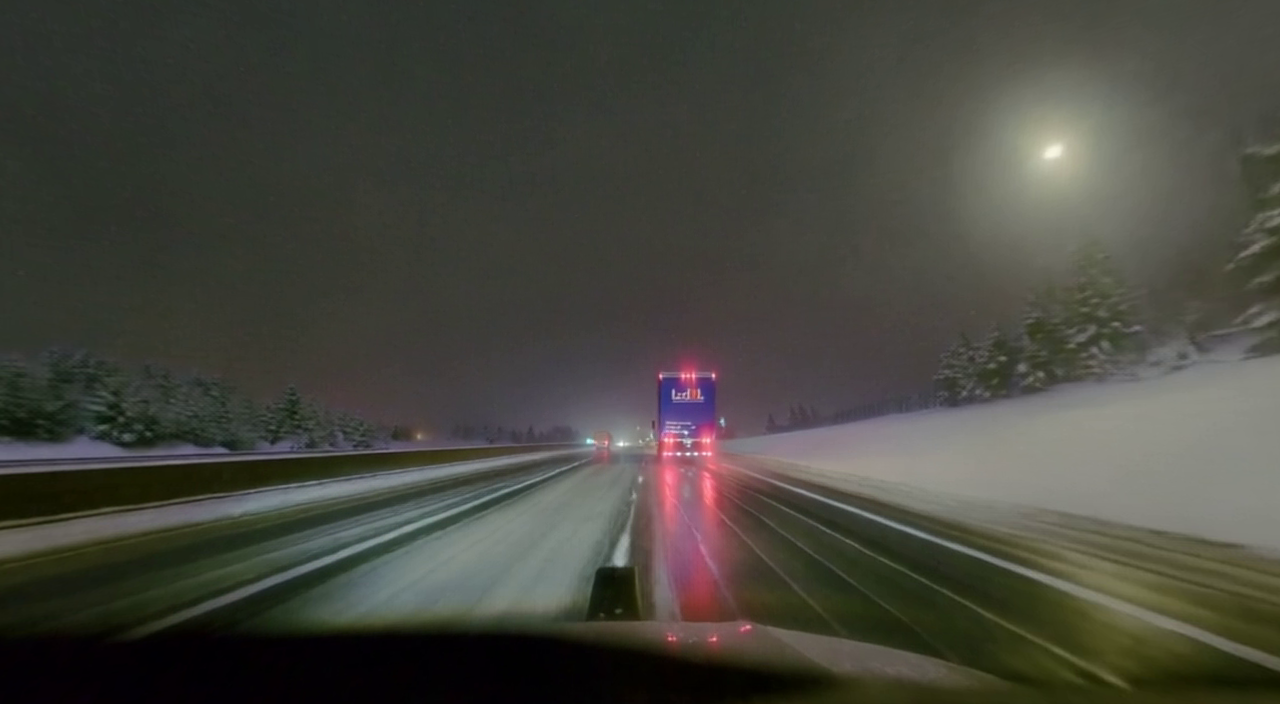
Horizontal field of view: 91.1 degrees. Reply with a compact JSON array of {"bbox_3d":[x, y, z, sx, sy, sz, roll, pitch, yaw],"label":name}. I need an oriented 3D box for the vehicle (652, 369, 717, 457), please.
[{"bbox_3d":[2.254,3.905,37.546,3.034,4.194,14.704,0,-8,1],"label":"vehicle"}]
